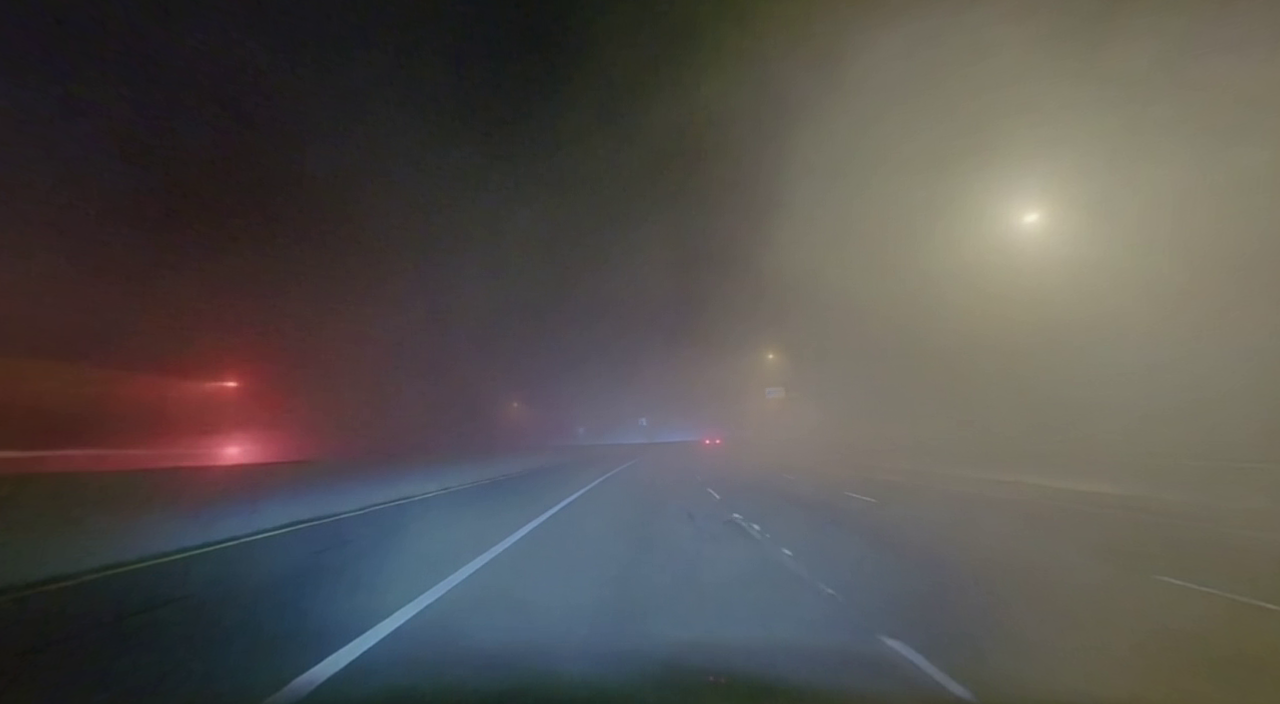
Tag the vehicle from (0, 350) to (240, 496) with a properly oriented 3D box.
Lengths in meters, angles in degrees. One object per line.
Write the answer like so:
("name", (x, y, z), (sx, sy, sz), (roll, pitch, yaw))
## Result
("vehicle", (-19.022, 2.040, 17.919), (2.915, 3.953, 18.794), (0, -8, 1))
